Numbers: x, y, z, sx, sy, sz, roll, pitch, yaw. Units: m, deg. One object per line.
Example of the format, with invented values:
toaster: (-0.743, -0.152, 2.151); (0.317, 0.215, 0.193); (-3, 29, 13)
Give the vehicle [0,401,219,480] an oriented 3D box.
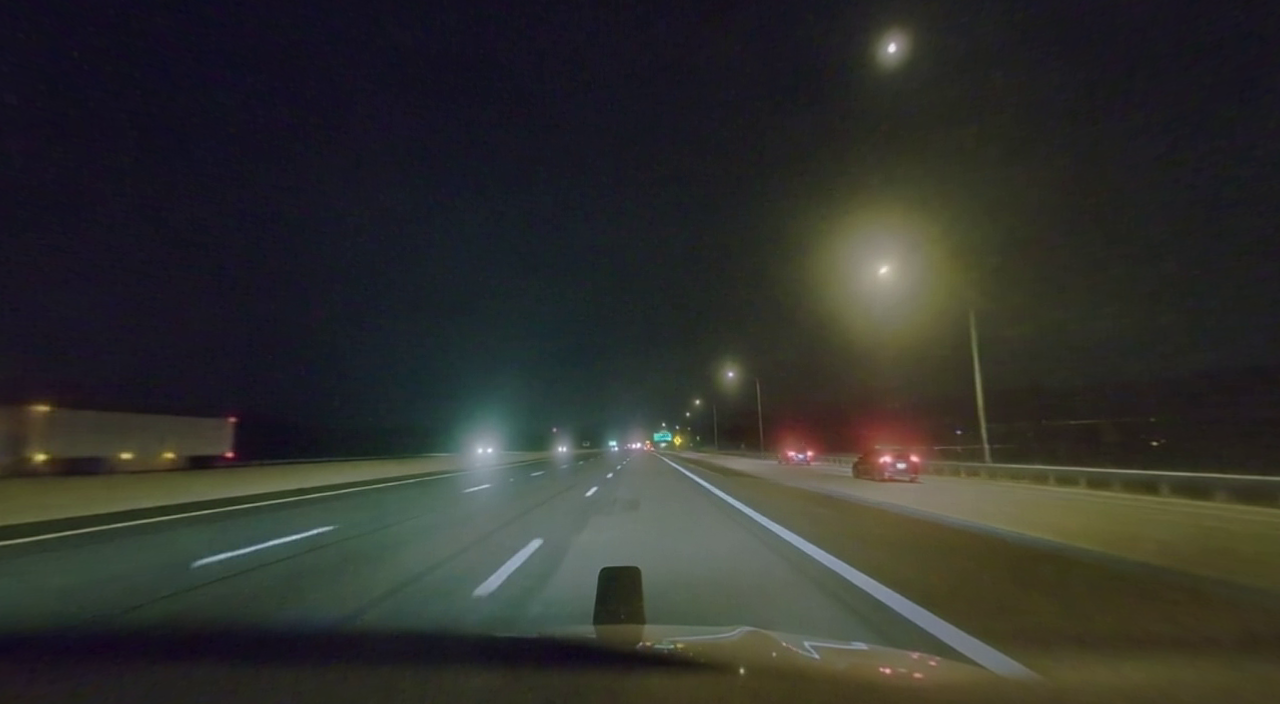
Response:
vehicle: (-35.472, 6.019, 42.276); (2.926, 4.196, 16.585); (0, -9, 0)
